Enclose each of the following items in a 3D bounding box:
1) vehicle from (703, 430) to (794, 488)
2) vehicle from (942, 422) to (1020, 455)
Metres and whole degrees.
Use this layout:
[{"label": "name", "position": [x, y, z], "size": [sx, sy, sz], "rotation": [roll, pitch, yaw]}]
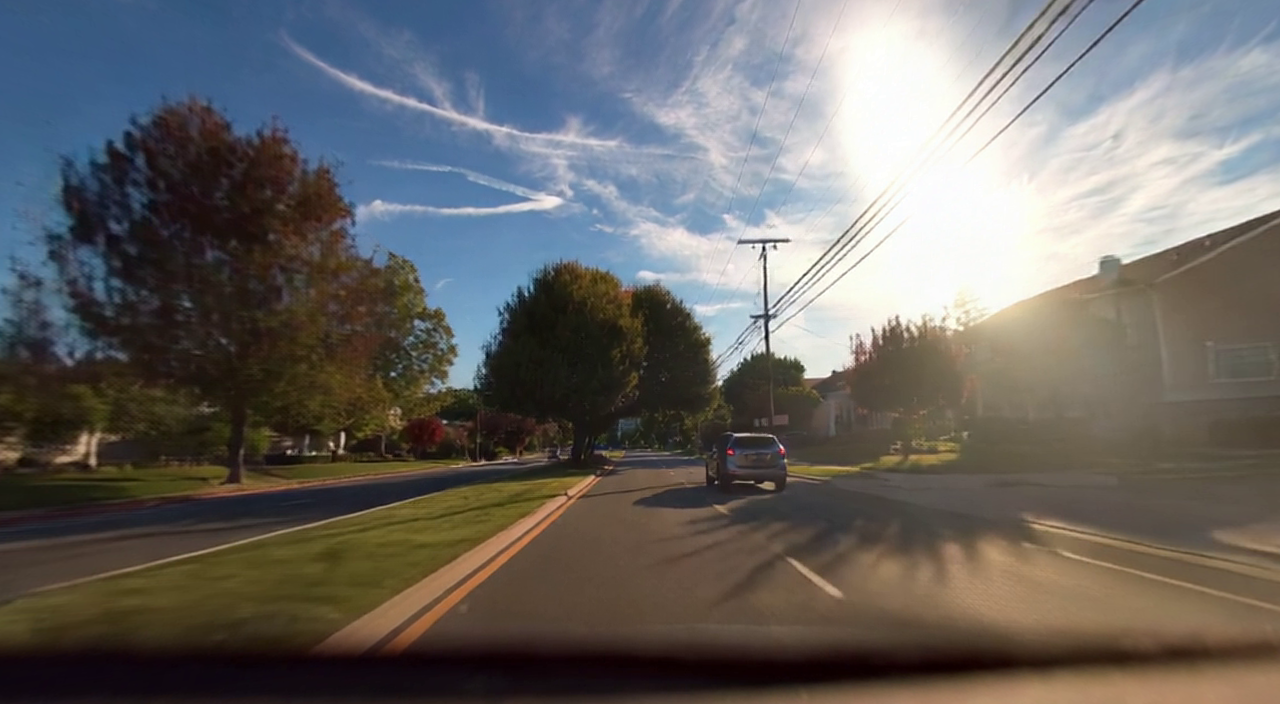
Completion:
[{"label": "vehicle", "position": [3.632, 3.707, 22.156], "size": [2.193, 1.777, 4.772], "rotation": [0, -9, -2]}, {"label": "vehicle", "position": [16.145, 4.155, 30.159], "size": [1.674, 1.455, 3.769], "rotation": [-1, -9, 2]}]
